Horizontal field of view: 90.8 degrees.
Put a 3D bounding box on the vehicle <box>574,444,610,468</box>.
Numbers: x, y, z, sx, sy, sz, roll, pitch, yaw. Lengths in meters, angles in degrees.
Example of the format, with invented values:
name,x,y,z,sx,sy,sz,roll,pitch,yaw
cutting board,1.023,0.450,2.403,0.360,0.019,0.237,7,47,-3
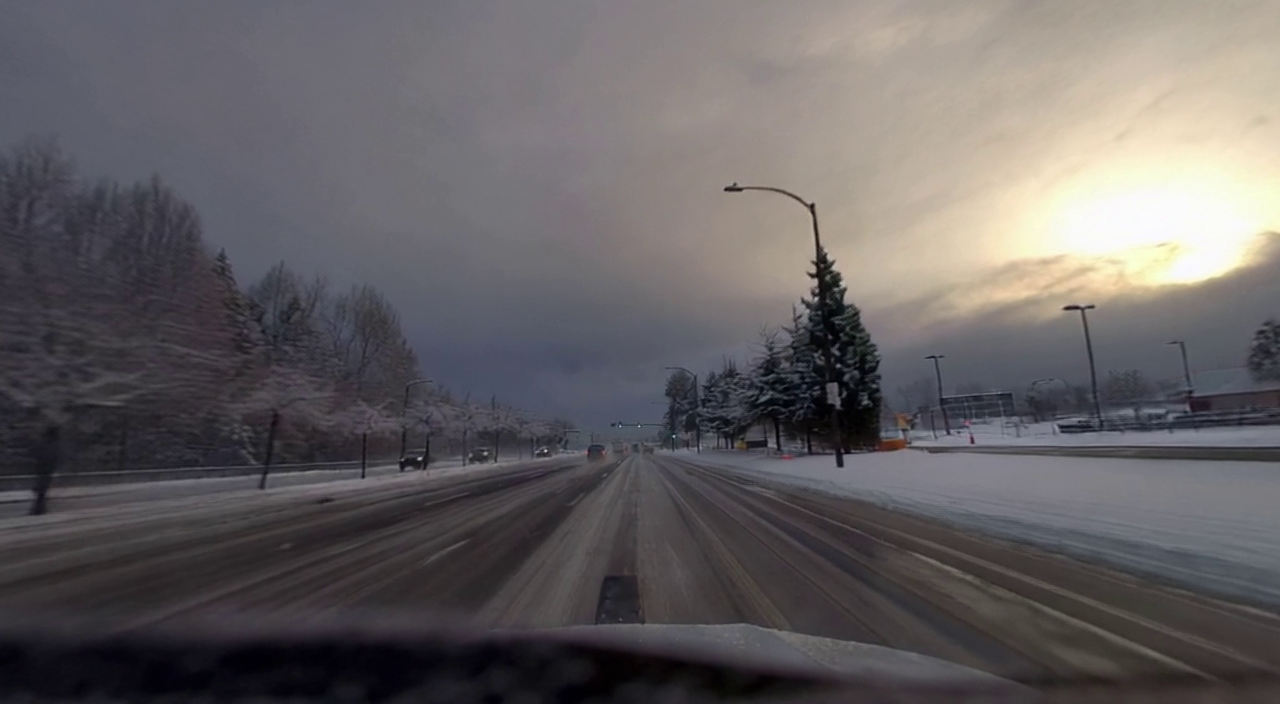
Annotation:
name,x,y,z,sx,sy,sz,roll,pitch,yaw
vehicle,-3.333,7.315,44.696,2.121,1.654,3.993,0,-8,1

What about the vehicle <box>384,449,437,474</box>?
name,x,y,z,sx,sy,sz,roll,pitch,yaw
vehicle,-15.311,7.287,42.327,1.899,1.518,4.305,0,-8,0
